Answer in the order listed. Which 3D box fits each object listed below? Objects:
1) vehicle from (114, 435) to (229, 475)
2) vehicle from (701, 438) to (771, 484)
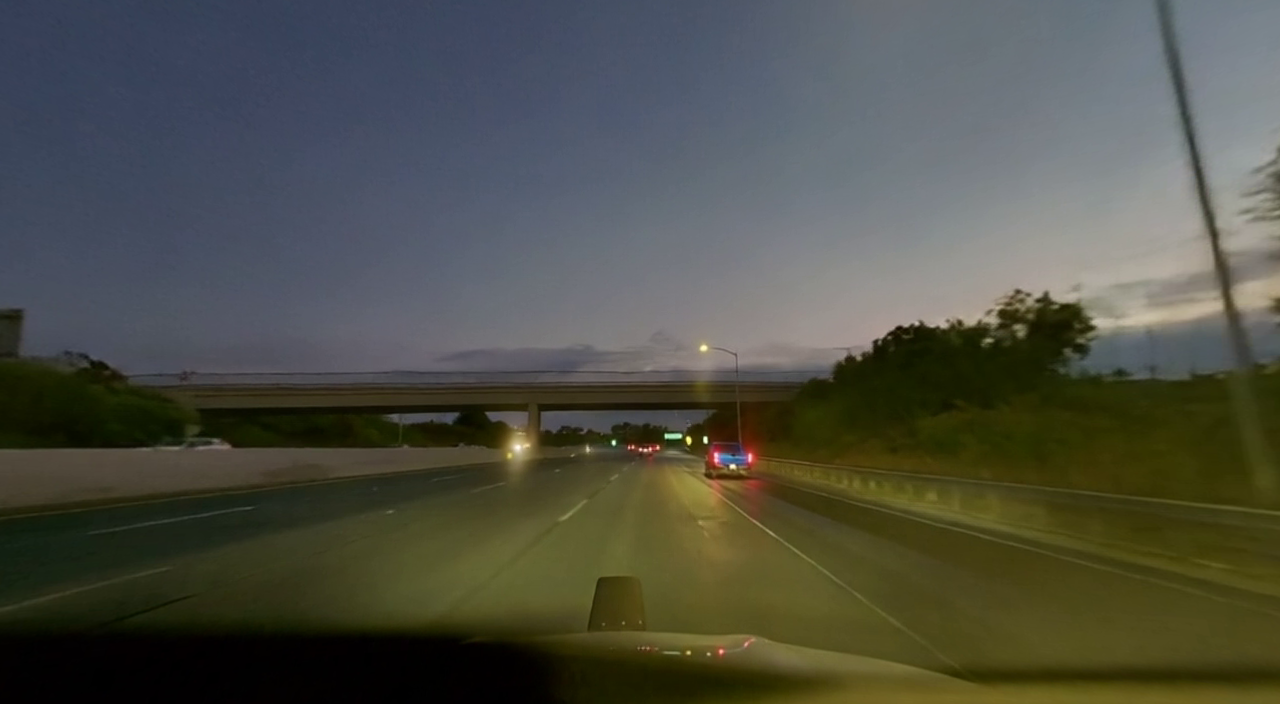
[{"bbox_3d":[-20.653,4.539,28.035,1.855,1.628,4.049,-1,-8,3],"label":"vehicle"},{"bbox_3d":[3.676,4.274,25.139,2.010,1.637,4.940,0,-8,0],"label":"vehicle"}]
